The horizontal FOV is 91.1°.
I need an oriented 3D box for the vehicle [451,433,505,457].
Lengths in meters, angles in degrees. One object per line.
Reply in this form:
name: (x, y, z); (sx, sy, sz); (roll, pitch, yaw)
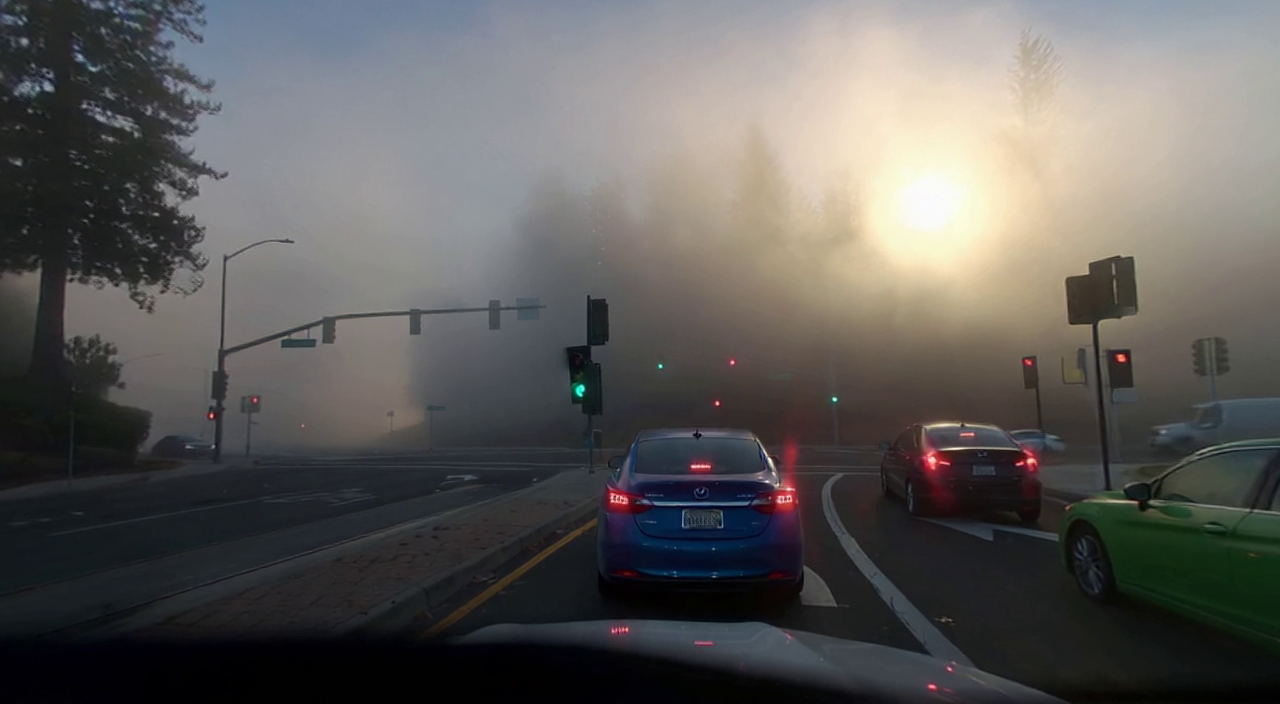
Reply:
vehicle: (-12.467, 7.116, 48.195); (1.972, 1.705, 4.457); (8, -11, -44)

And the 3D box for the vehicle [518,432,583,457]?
vehicle: (-5.968, 6.105, 41.545); (1.932, 1.573, 4.509); (8, -12, -44)

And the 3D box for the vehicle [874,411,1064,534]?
vehicle: (5.542, 2.043, 11.286); (2.102, 1.717, 4.373); (-2, -9, 16)

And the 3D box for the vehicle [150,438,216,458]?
vehicle: (-35.388, 7.433, 48.629); (1.652, 1.433, 3.733); (-7, -11, 40)

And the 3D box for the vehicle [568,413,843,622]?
vehicle: (0.850, 1.498, 6.692); (2.052, 1.483, 3.928); (-2, -8, 12)

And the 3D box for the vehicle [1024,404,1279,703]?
vehicle: (4.249, 1.055, 3.364); (1.954, 1.508, 4.441); (-1, -8, 6)
